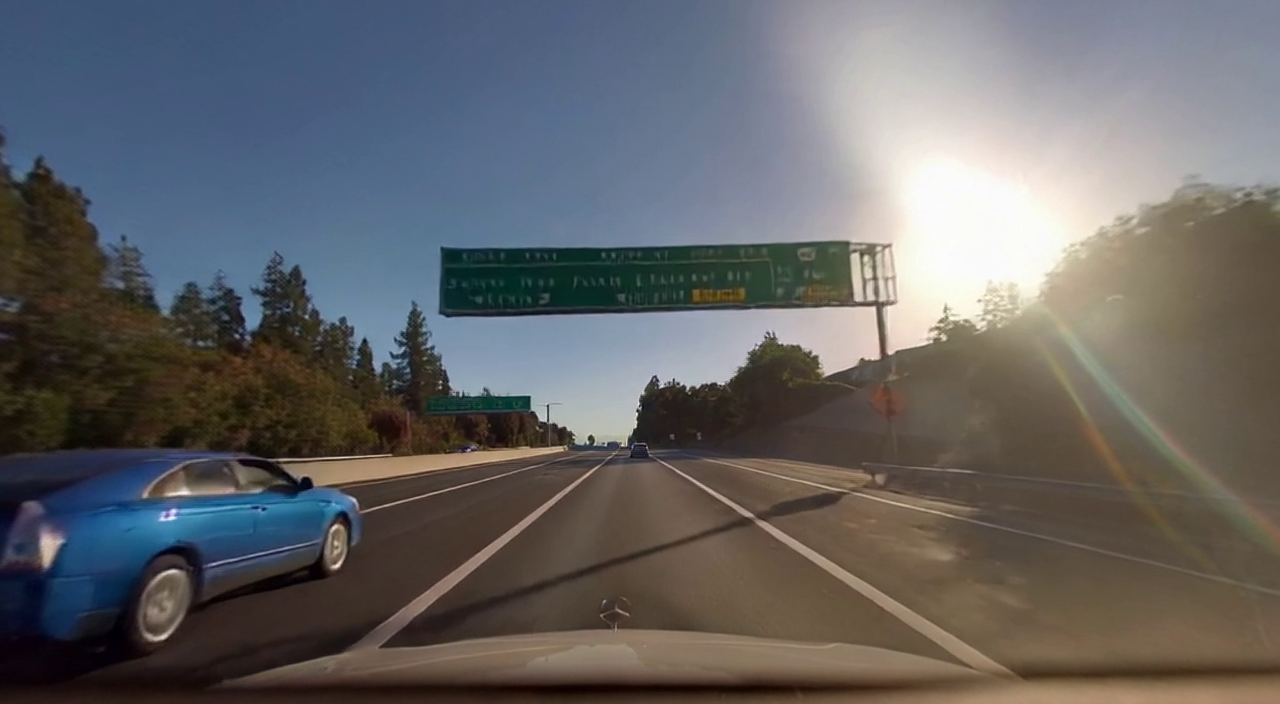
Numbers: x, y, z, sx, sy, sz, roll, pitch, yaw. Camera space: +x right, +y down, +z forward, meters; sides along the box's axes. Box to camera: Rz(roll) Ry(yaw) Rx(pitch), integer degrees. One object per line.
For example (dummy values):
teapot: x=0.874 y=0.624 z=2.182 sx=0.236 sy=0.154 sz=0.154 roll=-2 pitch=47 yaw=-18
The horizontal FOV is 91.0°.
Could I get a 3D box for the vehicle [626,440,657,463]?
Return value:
vehicle: x=0.056 y=6.714 z=42.675 sx=2.028 sy=1.440 sz=3.690 roll=0 pitch=-8 yaw=-1
